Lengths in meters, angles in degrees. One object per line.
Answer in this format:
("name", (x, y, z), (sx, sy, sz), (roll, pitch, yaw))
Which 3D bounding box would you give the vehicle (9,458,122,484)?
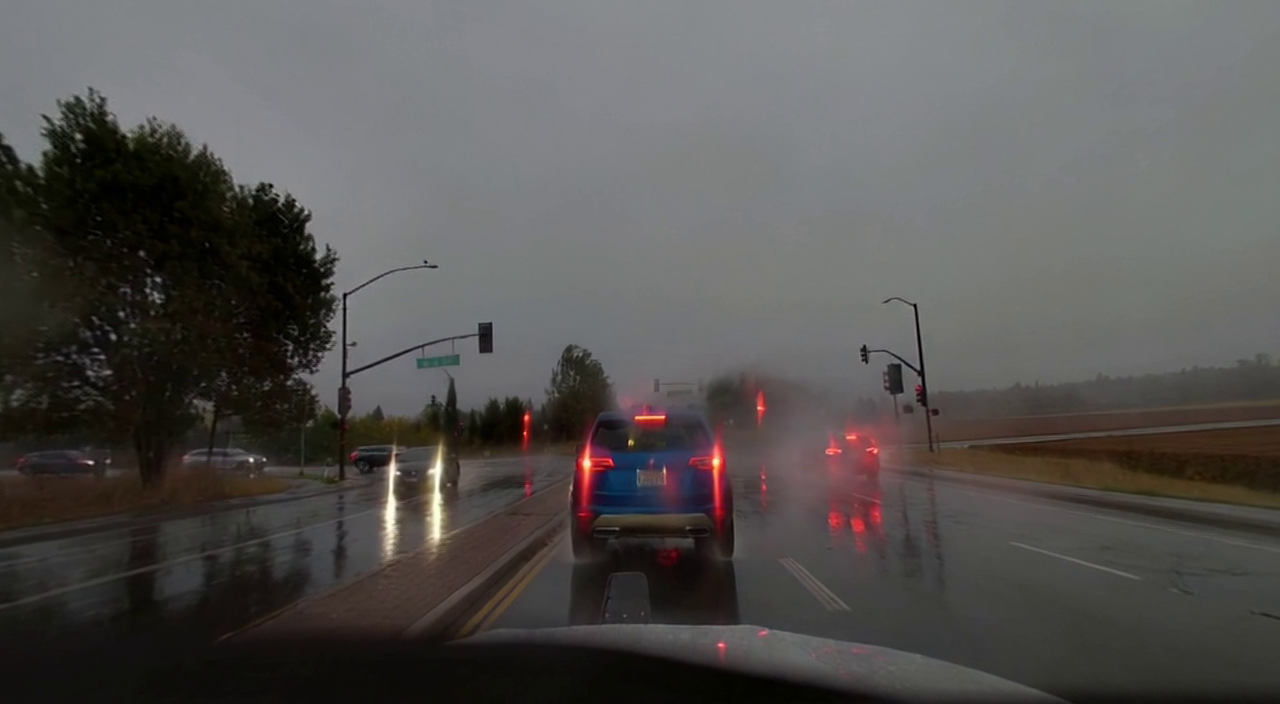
("vehicle", (-34.044, 7.043, 37.470), (4.559, 1.458, 2.265), (0, -8, 1))

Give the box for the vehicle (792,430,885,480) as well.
("vehicle", (7.162, 3.770, 23.280), (2.012, 1.636, 4.352), (0, -8, 0))

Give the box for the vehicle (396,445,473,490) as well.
("vehicle", (-7.699, 4.235, 23.623), (2.425, 1.480, 4.707), (3, -9, -18))

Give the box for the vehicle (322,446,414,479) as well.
("vehicle", (-14.632, 5.888, 33.890), (4.510, 1.606, 2.192), (-5, -10, 29))

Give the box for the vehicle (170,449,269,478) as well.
("vehicle", (-25.344, 6.721, 38.063), (4.608, 1.680, 2.026), (-1, -8, 5))

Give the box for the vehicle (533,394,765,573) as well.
("vehicle", (0.081, 1.615, 8.425), (2.298, 1.770, 4.138), (0, -8, 0))
